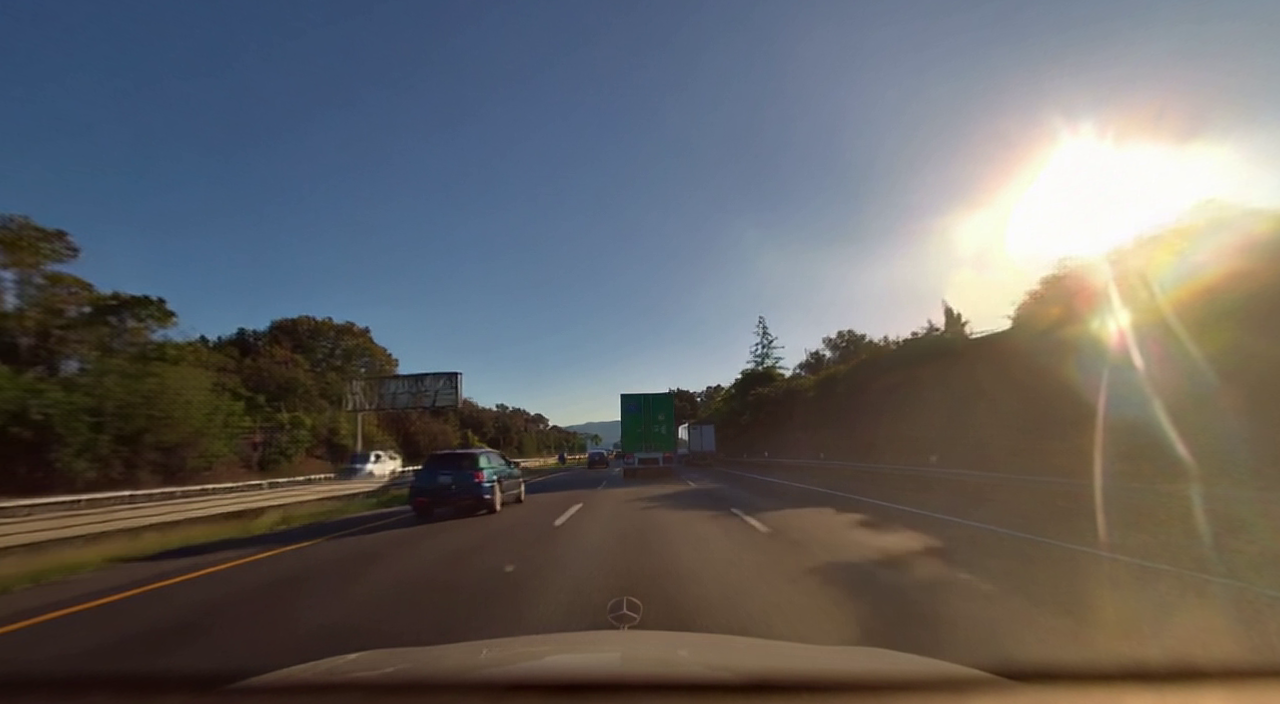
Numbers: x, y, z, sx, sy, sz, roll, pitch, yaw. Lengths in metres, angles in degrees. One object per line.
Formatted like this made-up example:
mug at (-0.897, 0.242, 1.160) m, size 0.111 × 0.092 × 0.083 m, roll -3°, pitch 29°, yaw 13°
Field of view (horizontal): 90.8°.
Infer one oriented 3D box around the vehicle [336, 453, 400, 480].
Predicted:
vehicle at (-18.258, 7.684, 42.621) m, size 2.015 × 1.655 × 5.025 m, roll 0°, pitch -9°, yaw 1°

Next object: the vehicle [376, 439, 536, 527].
vehicle at (-3.572, 2.613, 13.125) m, size 2.050 × 1.517 × 3.996 m, roll 0°, pitch -9°, yaw 1°

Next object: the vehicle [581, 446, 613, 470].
vehicle at (-3.225, 8.110, 48.421) m, size 2.173 × 1.657 × 4.401 m, roll 0°, pitch -9°, yaw -1°

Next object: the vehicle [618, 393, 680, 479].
vehicle at (0.417, 4.801, 35.287) m, size 2.932 × 4.042 × 11.054 m, roll 0°, pitch -9°, yaw 0°
